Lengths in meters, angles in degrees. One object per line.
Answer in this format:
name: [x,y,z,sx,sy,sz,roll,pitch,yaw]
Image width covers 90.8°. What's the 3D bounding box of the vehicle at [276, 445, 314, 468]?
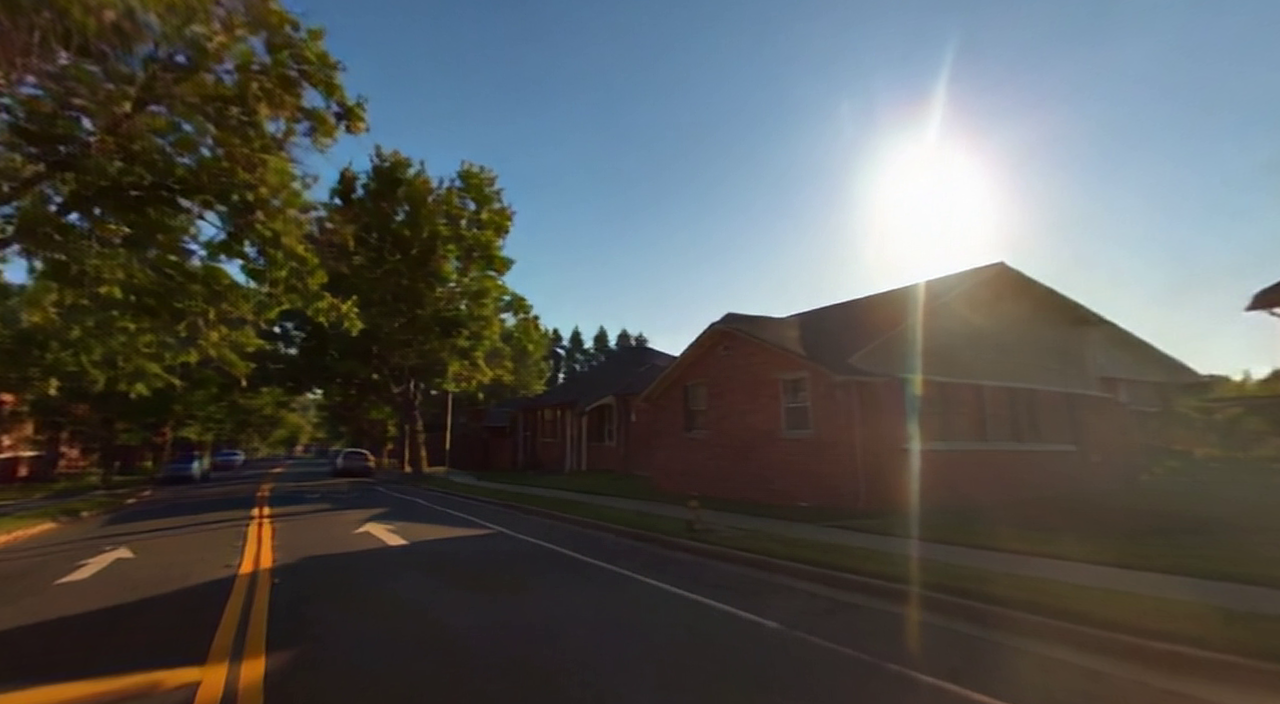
vehicle: [-23.840,7.207,43.645,2.067,1.476,4.256,5,-9,-28]
